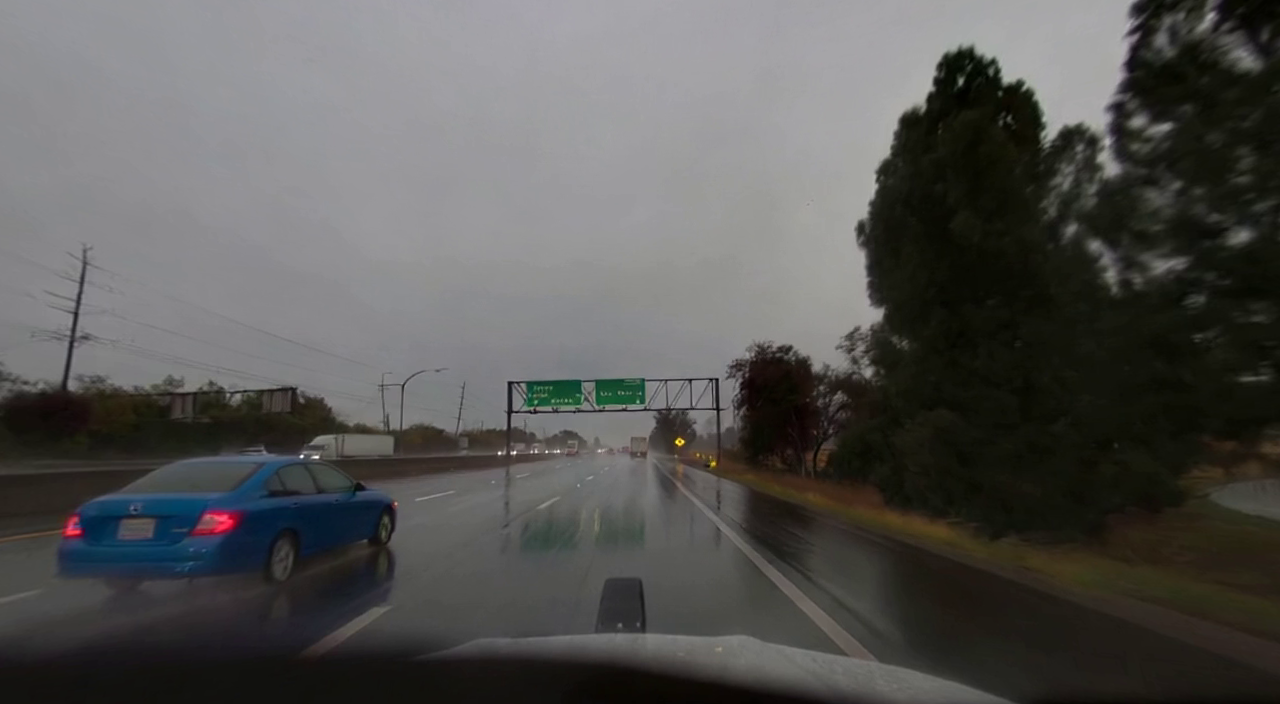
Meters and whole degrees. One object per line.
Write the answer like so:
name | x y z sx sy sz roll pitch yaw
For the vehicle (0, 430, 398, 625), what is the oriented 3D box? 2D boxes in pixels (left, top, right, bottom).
vehicle | -4.725 1.717 7.205 2.104 1.501 4.459 0 -9 1
